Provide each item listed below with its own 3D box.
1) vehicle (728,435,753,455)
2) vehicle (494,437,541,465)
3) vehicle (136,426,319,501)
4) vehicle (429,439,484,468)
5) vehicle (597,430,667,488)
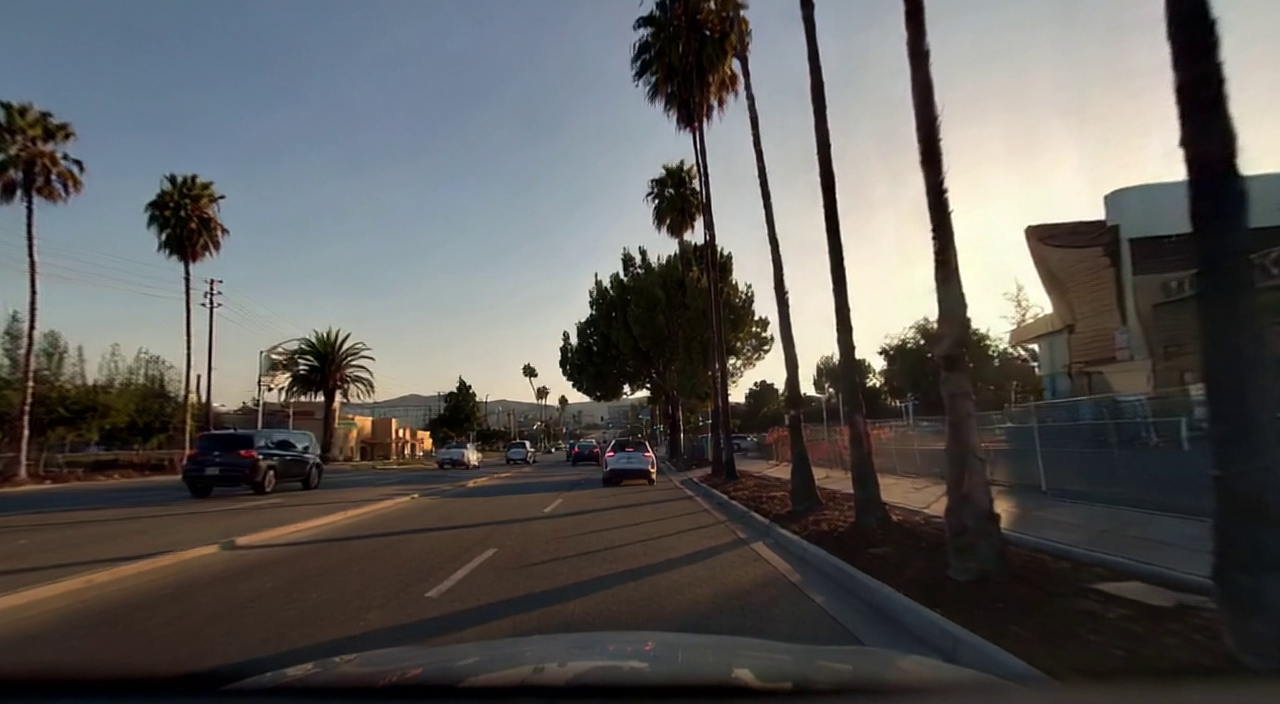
[{"bbox_3d":[7.671,7.128,47.870,1.837,1.416,3.947,-1,-9,9],"label":"vehicle"},{"bbox_3d":[-7.673,6.248,39.642,2.099,1.608,4.420,0,-9,0],"label":"vehicle"},{"bbox_3d":[-10.818,2.946,16.945,1.965,1.743,4.327,0,-9,0],"label":"vehicle"},{"bbox_3d":[-11.387,6.349,39.386,1.998,1.731,4.952,0,-9,-1],"label":"vehicle"},{"bbox_3d":[-0.231,3.521,20.842,2.121,1.710,3.893,0,-9,0],"label":"vehicle"}]
